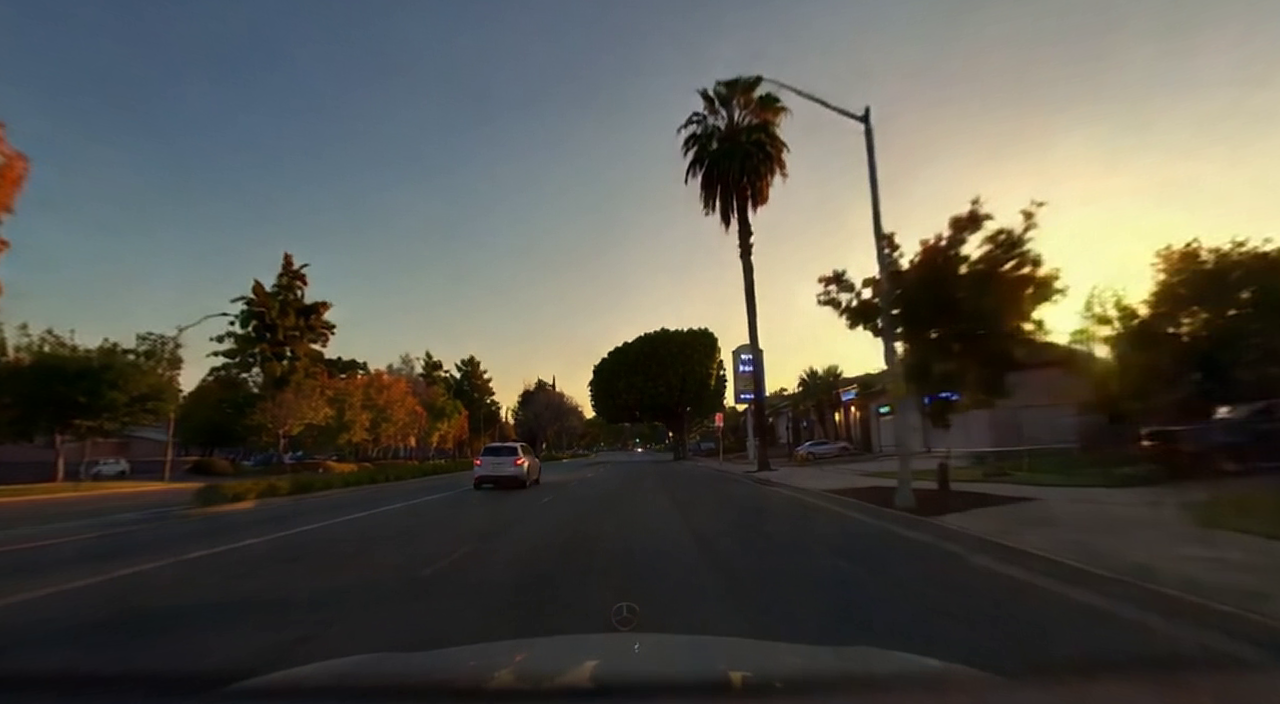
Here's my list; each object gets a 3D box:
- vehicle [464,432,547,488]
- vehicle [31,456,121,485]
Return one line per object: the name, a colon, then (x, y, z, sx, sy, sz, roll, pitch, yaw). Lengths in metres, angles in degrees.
vehicle: (-4.806, 3.916, 23.234, 2.136, 1.844, 4.363, 0, -8, -1)
vehicle: (-34.825, 7.307, 39.014, 1.867, 1.568, 4.132, 1, -8, -4)
